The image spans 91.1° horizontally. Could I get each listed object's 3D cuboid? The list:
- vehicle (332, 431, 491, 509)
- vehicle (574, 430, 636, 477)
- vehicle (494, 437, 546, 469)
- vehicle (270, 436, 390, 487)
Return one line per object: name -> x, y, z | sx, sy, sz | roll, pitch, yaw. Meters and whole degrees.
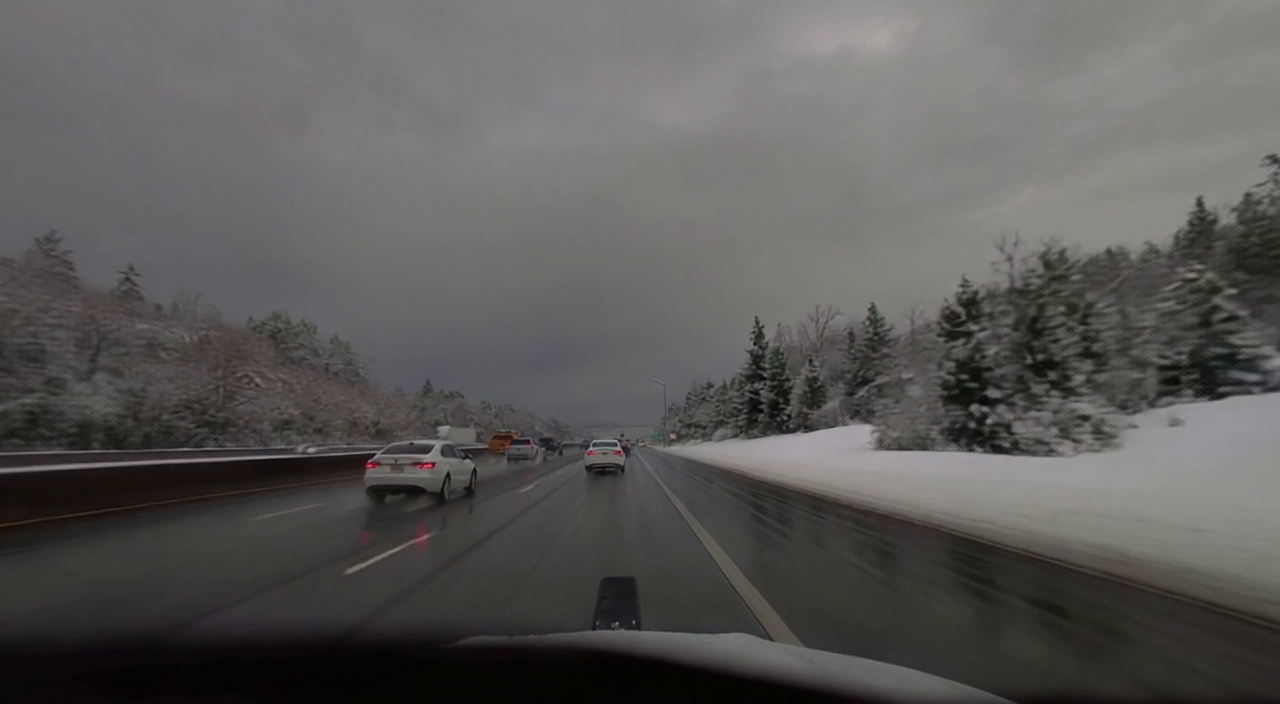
vehicle -> -4.912, 2.558, 14.296 | 1.971, 1.464, 4.386 | 0, -8, 0
vehicle -> -1.310, 3.857, 24.293 | 2.178, 1.658, 3.916 | 0, -8, -2
vehicle -> -5.816, 4.918, 30.915 | 1.835, 1.432, 3.835 | 0, -8, -1
vehicle -> -9.672, 3.399, 20.016 | 1.850, 1.439, 3.932 | 0, -8, -1
